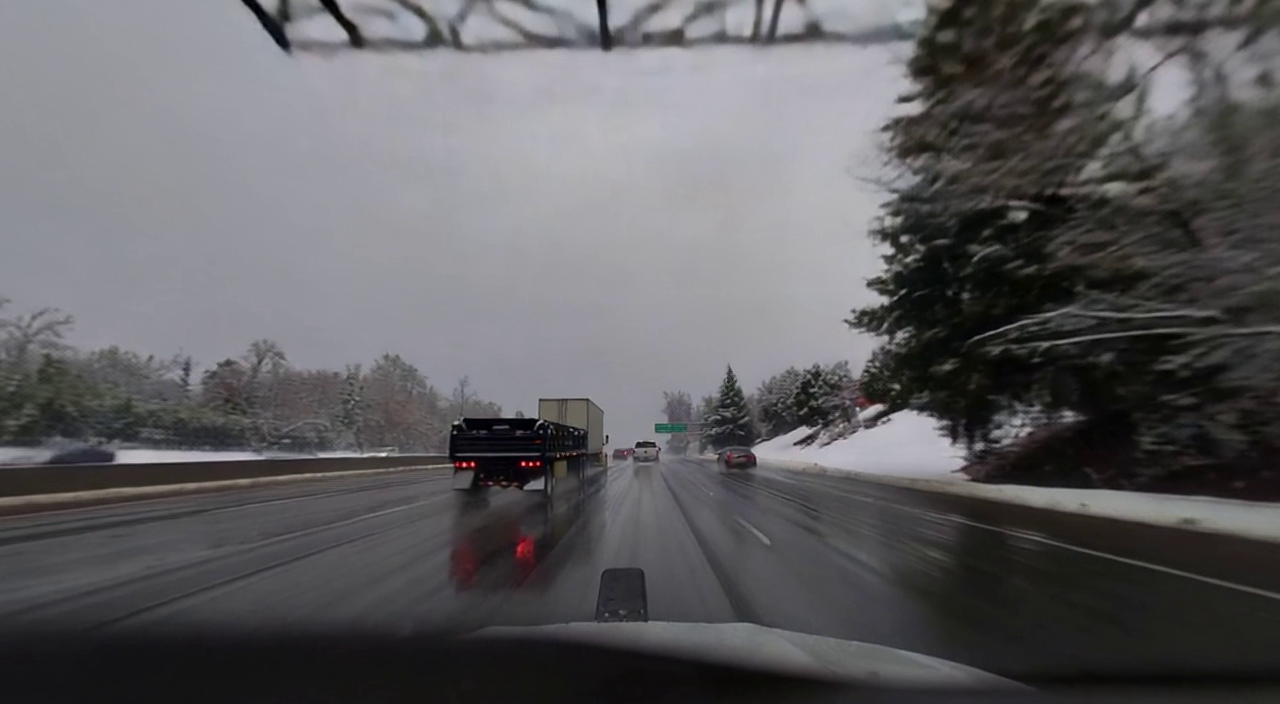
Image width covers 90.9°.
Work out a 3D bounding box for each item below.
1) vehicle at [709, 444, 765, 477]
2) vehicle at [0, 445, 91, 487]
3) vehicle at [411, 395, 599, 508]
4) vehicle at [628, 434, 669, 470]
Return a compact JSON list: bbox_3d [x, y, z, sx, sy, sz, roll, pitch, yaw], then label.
[{"bbox_3d":[4.589,5.201,30.586,1.993,1.474,4.230,0,-8,-1],"label":"vehicle"},{"bbox_3d":[-24.422,4.407,24.565,1.839,1.498,4.622,0,-8,1],"label":"vehicle"},{"bbox_3d":[-3.414,3.366,21.782,2.854,2.379,16.653,0,-9,0],"label":"vehicle"},{"bbox_3d":[0.521,6.125,38.637,2.309,2.023,5.130,0,-8,1],"label":"vehicle"}]
